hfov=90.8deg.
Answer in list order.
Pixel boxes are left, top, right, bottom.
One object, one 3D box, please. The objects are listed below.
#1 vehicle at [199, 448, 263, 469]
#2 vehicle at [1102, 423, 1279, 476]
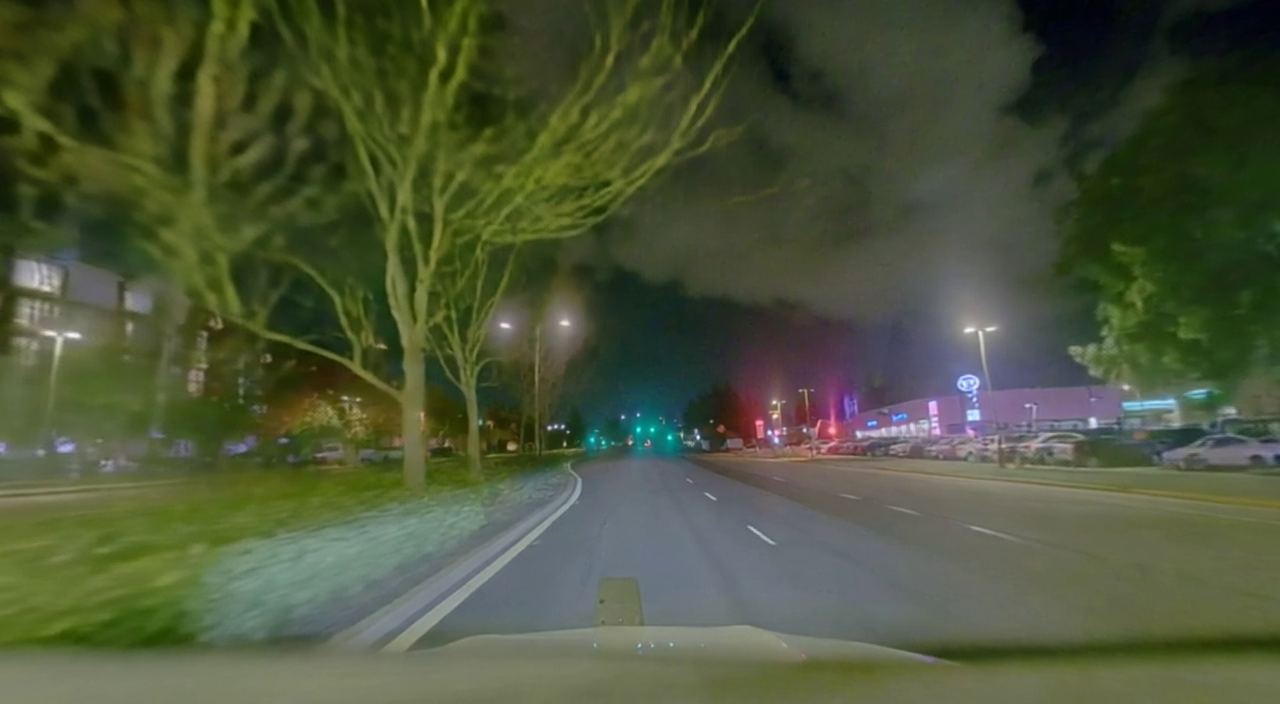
[{"bbox_3d":[-31.245,8.113,48.423,1.863,1.525,4.518,0,-9,0],"label":"vehicle"},{"bbox_3d":[20.429,3.529,22.896,5.462,1.785,2.323,0,-9,1],"label":"vehicle"}]
